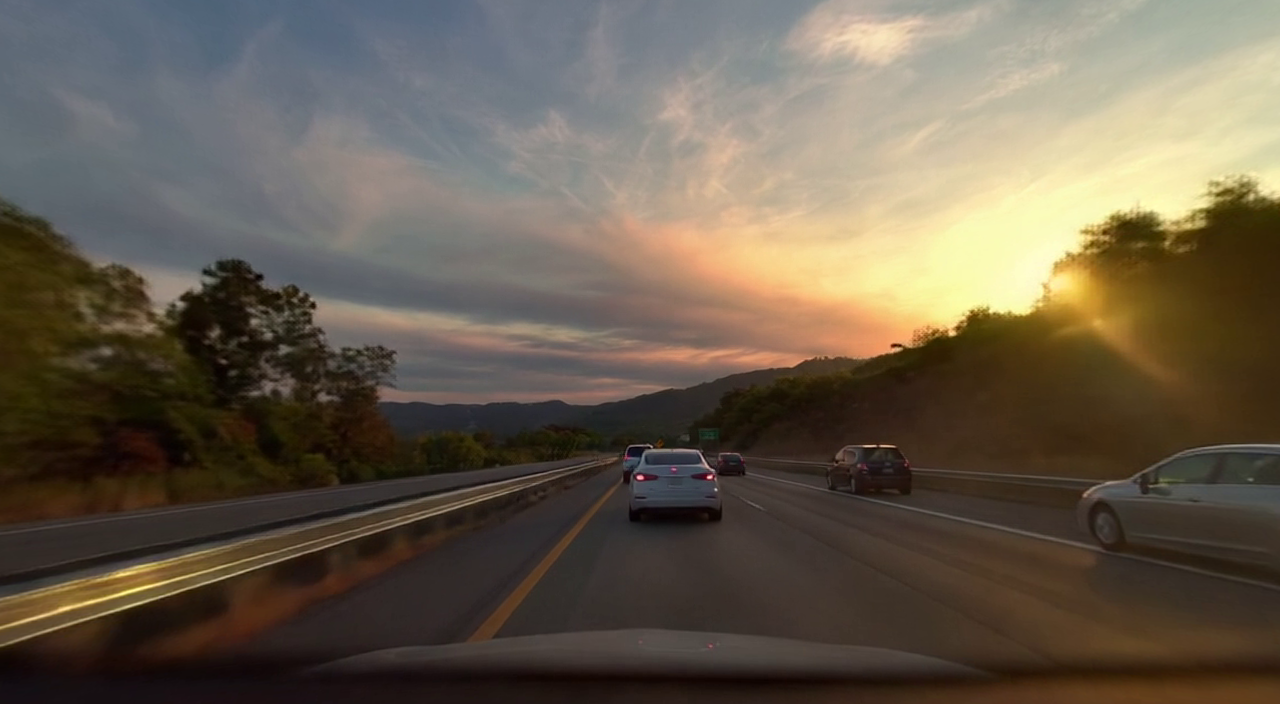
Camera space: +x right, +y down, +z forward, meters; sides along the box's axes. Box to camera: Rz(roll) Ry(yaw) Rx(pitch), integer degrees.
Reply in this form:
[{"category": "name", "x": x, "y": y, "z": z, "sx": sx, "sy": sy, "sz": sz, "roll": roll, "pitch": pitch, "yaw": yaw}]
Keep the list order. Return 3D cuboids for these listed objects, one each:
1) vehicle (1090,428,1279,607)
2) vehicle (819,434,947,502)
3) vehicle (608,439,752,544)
[{"category": "vehicle", "x": 6.350, "y": 1.398, "z": 5.377, "sx": 1.965, "sy": 1.484, "sz": 4.090, "roll": 0, "pitch": -9, "yaw": 0}, {"category": "vehicle", "x": 6.808, "y": 3.283, "z": 18.227, "sx": 1.980, "sy": 1.702, "sz": 4.235, "roll": 0, "pitch": -9, "yaw": 0}, {"category": "vehicle", "x": 0.581, "y": 2.326, "z": 11.084, "sx": 2.076, "sy": 1.485, "sz": 3.774, "roll": 0, "pitch": -9, "yaw": 0}]
